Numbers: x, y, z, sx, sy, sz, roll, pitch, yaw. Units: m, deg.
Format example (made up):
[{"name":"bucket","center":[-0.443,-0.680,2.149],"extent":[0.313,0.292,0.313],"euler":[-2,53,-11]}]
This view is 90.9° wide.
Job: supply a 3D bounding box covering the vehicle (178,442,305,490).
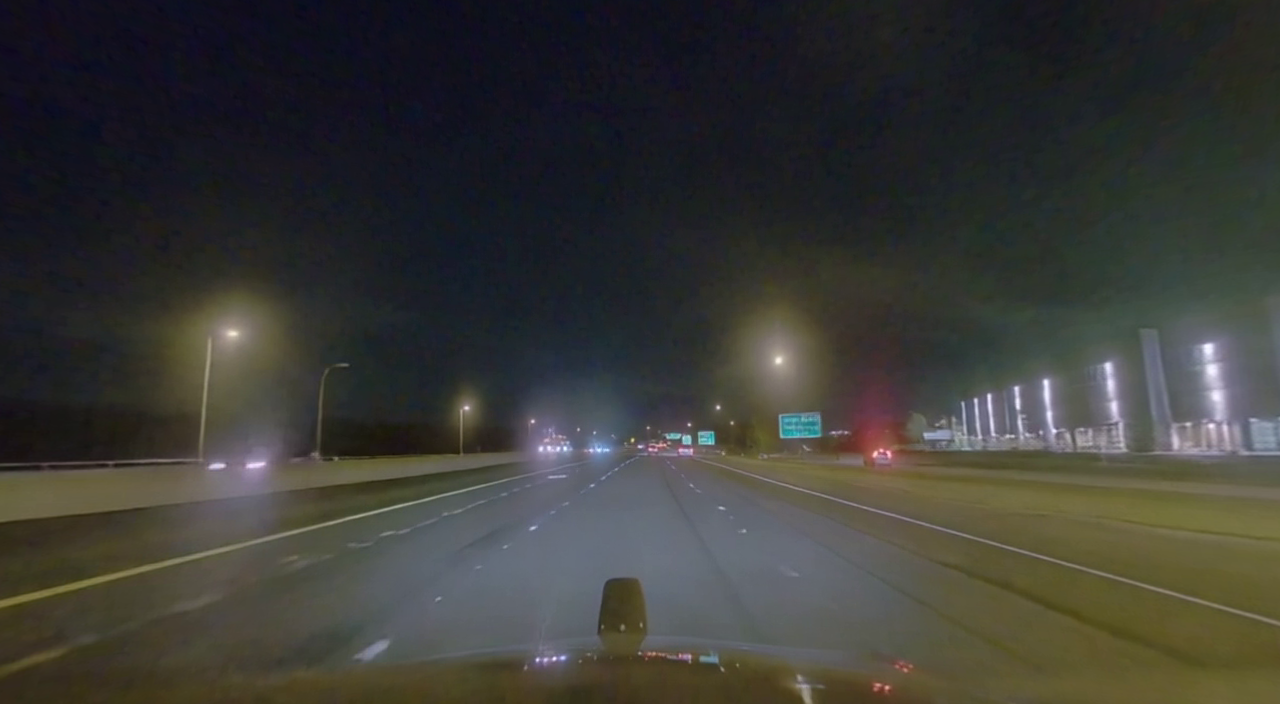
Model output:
[{"name":"vehicle","center":[-15.967,4.556,25.644],"extent":[1.991,1.734,4.735],"euler":[0,-8,1]}]
